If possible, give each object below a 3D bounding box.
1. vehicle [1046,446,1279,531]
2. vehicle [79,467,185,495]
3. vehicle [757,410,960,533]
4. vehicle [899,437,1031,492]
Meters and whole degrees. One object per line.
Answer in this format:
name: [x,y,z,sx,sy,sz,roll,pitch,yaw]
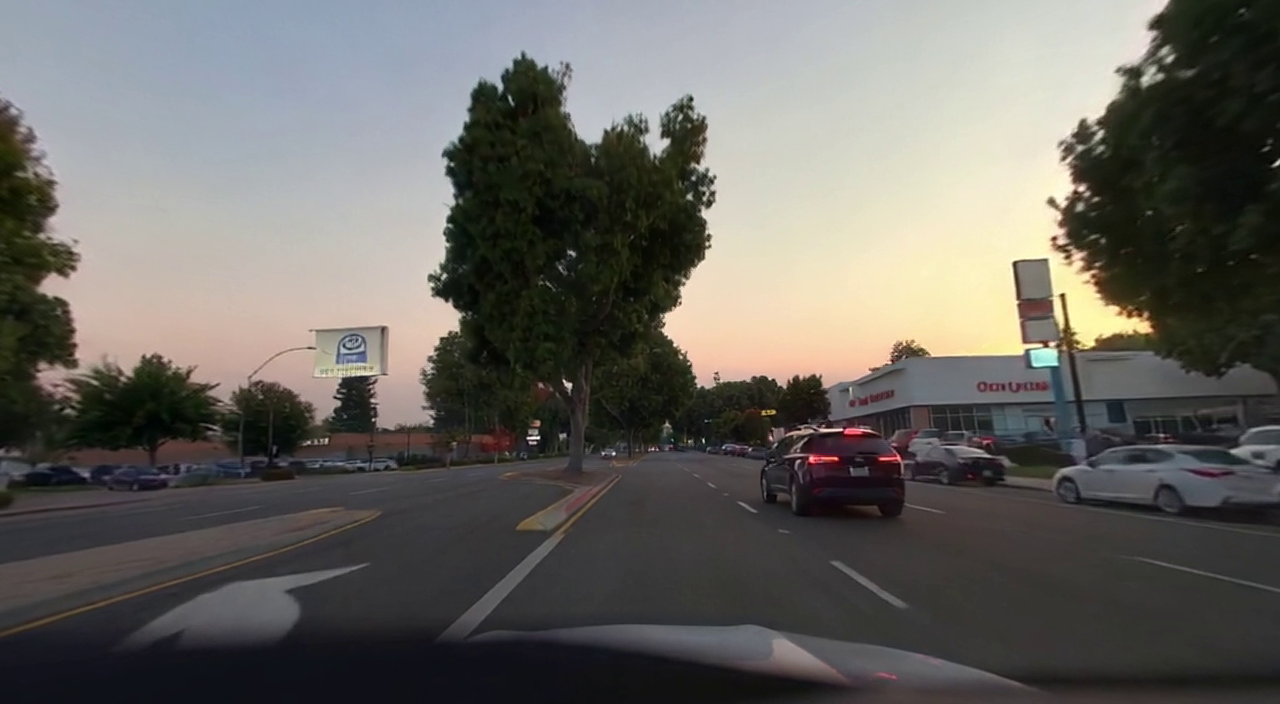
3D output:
vehicle: [10.925,2.715,13.279,1.821,1.463,4.437,0,-8,1]
vehicle: [-29.448,7.466,36.634,4.483,1.480,2.045,-1,-9,4]
vehicle: [3.711,2.139,11.808,2.183,1.845,4.482,0,-8,0]
vehicle: [10.968,3.799,21.719,2.154,1.678,4.428,0,-9,0]
